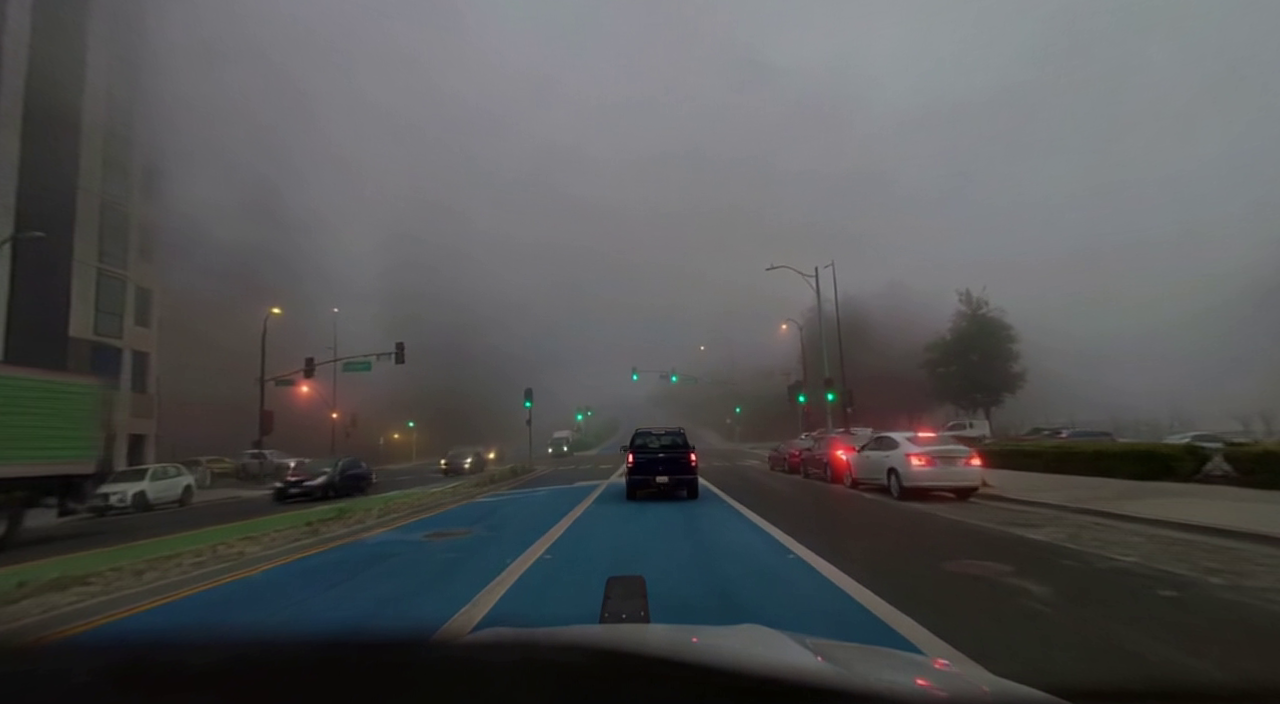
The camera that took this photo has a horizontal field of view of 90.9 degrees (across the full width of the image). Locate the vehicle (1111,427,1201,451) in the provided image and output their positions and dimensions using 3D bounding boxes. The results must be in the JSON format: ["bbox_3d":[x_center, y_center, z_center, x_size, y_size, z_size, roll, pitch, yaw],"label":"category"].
[{"bbox_3d":[33.623,5.714,41.169,4.275,1.487,1.781,0,-9,1],"label":"vehicle"}]

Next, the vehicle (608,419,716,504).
[{"bbox_3d":[0.441,2.651,15.520,2.283,1.773,4.255,0,-9,0],"label":"vehicle"}]

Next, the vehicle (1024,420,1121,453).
[{"bbox_3d":[28.298,5.555,41.330,4.655,1.852,2.161,-2,-10,-2],"label":"vehicle"}]

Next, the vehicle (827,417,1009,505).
[{"bbox_3d":[6.608,2.677,15.823,2.205,1.823,5.078,0,-9,0],"label":"vehicle"}]

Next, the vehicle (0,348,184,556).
[{"bbox_3d":[-13.632,1.753,10.953,3.101,3.878,10.902,0,-9,1],"label":"vehicle"}]

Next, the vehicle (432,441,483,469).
[{"bbox_3d":[-12.706,7.200,44.228,1.975,1.820,4.838,-1,-9,2],"label":"vehicle"}]

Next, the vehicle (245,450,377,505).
[{"bbox_3d":[-10.476,3.992,20.540,2.019,1.547,4.315,0,-9,-1],"label":"vehicle"}]

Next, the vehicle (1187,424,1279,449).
[{"bbox_3d":[38.795,5.520,41.240,4.286,1.625,1.809,0,-8,0],"label":"vehicle"}]
